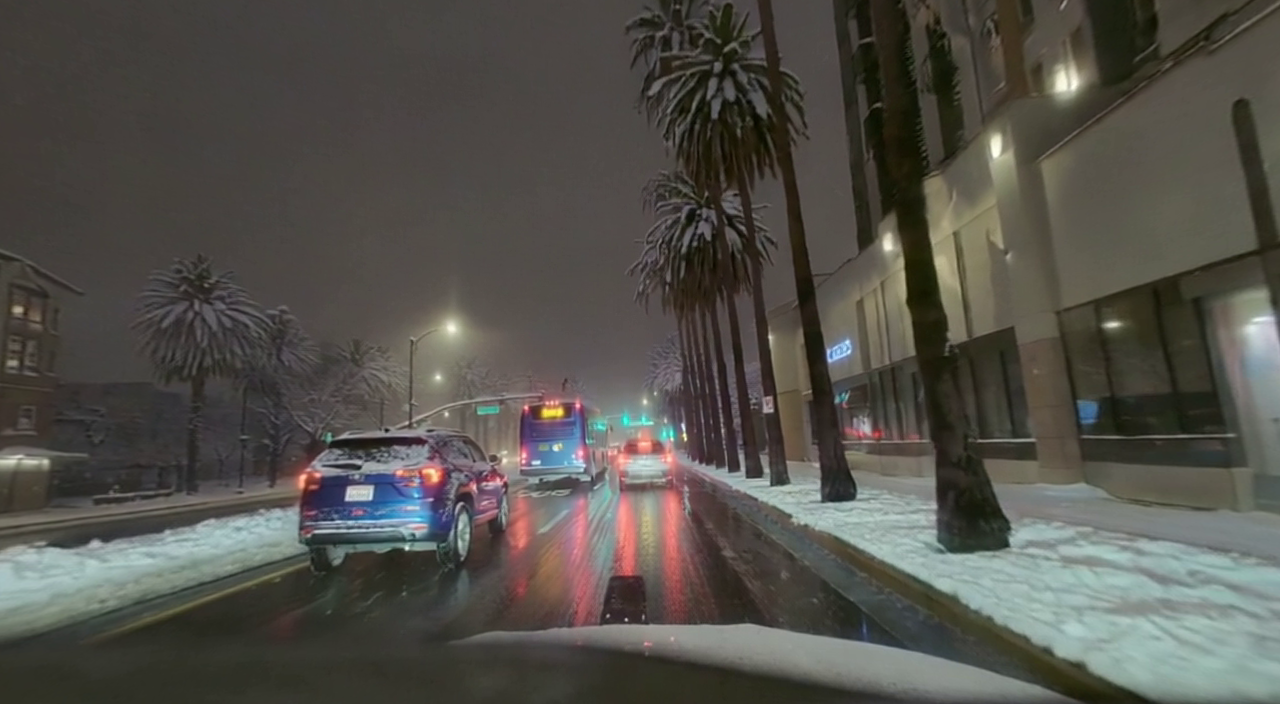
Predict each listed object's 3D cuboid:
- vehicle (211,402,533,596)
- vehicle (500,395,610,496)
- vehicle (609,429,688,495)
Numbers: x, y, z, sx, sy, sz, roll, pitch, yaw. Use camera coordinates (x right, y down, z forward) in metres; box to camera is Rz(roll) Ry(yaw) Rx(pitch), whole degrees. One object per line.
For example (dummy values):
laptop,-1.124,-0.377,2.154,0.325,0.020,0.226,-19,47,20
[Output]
vehicle,-2.923,1.721,8.294,2.124,1.799,4.587,-1,-8,1
vehicle,-2.823,3.477,23.663,2.775,3.064,8.297,-1,-8,1
vehicle,0.247,3.237,18.892,2.120,1.727,3.917,-1,-8,1
